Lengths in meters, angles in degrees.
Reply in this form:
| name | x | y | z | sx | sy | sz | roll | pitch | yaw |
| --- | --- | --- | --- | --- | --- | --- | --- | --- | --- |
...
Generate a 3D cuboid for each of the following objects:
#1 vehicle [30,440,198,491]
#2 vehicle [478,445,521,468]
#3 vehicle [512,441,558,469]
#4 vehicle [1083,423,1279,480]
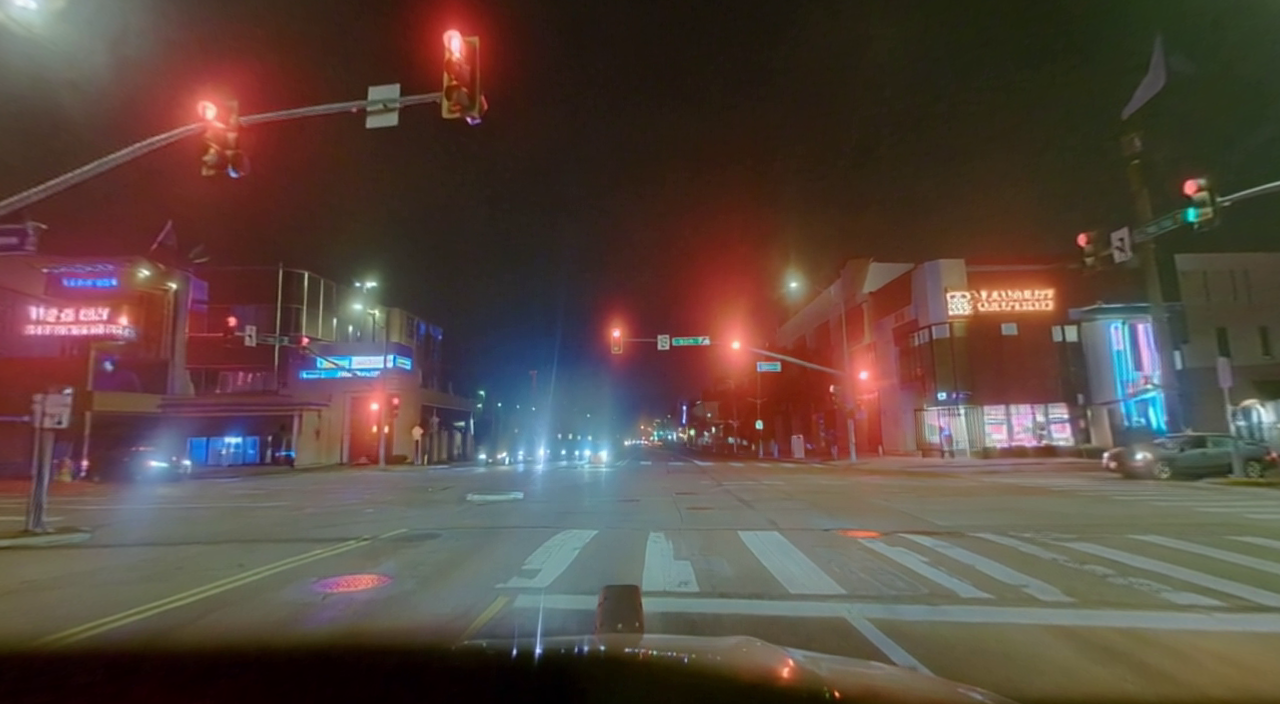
| name | x | y | z | sx | sy | sz | roll | pitch | yaw |
| --- | --- | --- | --- | --- | --- | --- | --- | --- | --- |
| vehicle | -21.158 | 4.532 | 25.517 | 5.161 | 1.910 | 2.275 | -2 | -9 | 11 |
| vehicle | -9.882 | 7.409 | 44.860 | 2.106 | 1.505 | 4.228 | 0 | -9 | -1 |
| vehicle | -6.813 | 6.739 | 41.513 | 2.181 | 1.703 | 4.512 | -1 | -9 | 1 |
| vehicle | 15.405 | 2.753 | 17.518 | 4.651 | 1.463 | 1.880 | -2 | -9 | 9 |
